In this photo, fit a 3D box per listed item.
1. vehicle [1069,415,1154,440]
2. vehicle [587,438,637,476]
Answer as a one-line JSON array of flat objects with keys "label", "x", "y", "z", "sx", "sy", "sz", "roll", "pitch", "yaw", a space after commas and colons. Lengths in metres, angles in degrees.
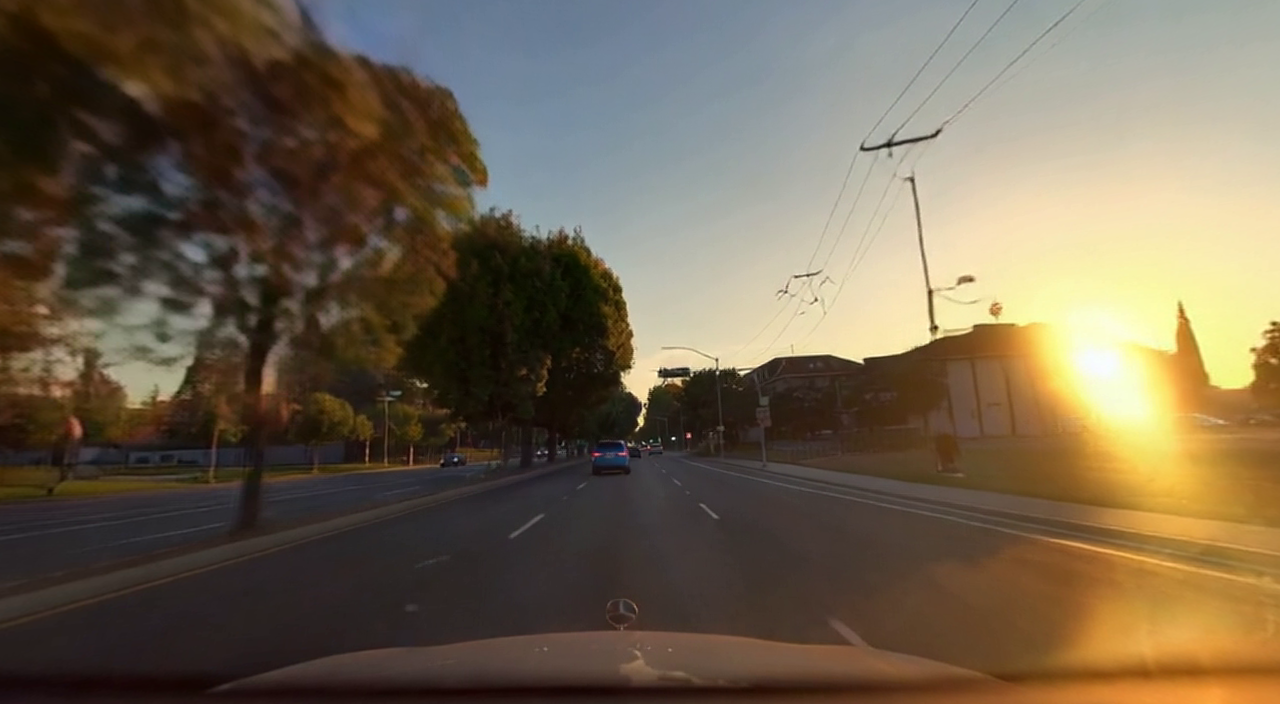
[{"label": "vehicle", "x": 34.816, "y": 5.590, "z": 46.750, "sx": 4.612, "sy": 1.753, "sz": 1.887, "roll": 0, "pitch": -9, "yaw": 2}, {"label": "vehicle", "x": -1.291, "y": 5.155, "z": 31.214, "sx": 2.174, "sy": 1.703, "sz": 4.231, "roll": 0, "pitch": -9, "yaw": 1}]
